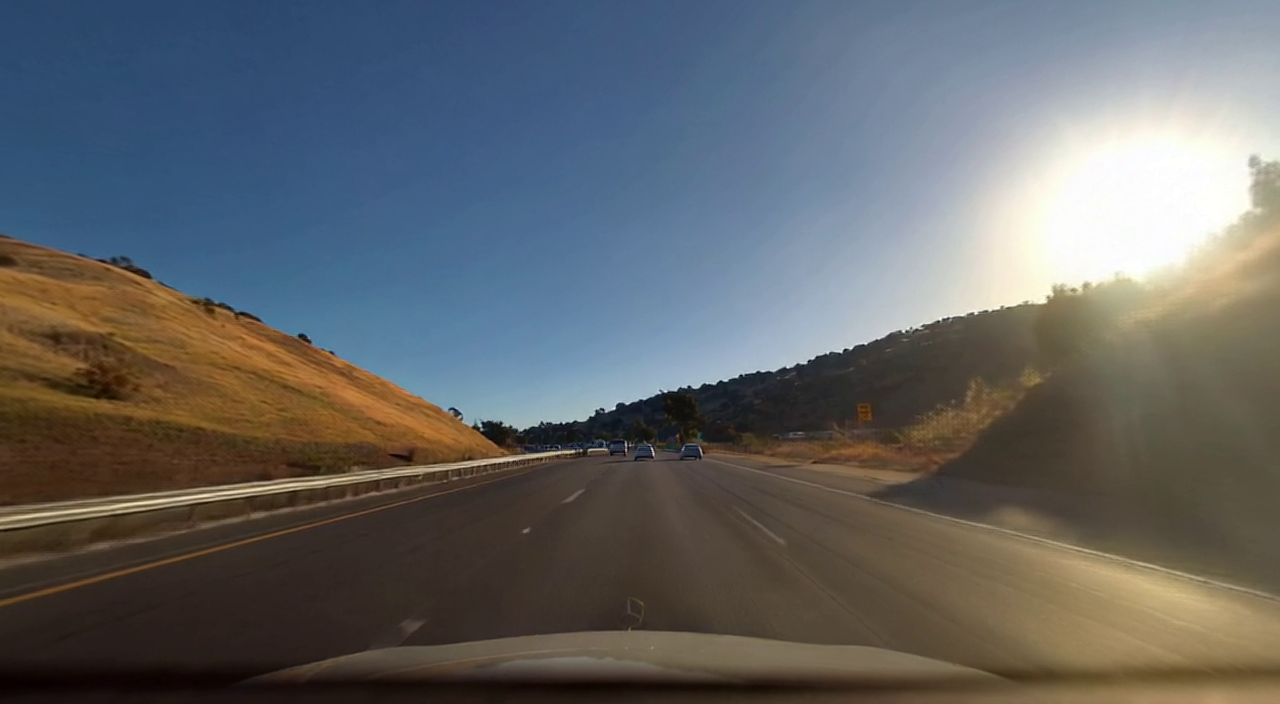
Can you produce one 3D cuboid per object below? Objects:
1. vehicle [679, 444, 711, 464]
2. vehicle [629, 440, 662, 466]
[{"bbox_3d":[3.888,7.253,44.991,1.976,1.352,3.602,0,-8,0],"label":"vehicle"},{"bbox_3d":[0.324,6.437,40.382,1.986,1.576,4.312,0,-8,0],"label":"vehicle"}]
